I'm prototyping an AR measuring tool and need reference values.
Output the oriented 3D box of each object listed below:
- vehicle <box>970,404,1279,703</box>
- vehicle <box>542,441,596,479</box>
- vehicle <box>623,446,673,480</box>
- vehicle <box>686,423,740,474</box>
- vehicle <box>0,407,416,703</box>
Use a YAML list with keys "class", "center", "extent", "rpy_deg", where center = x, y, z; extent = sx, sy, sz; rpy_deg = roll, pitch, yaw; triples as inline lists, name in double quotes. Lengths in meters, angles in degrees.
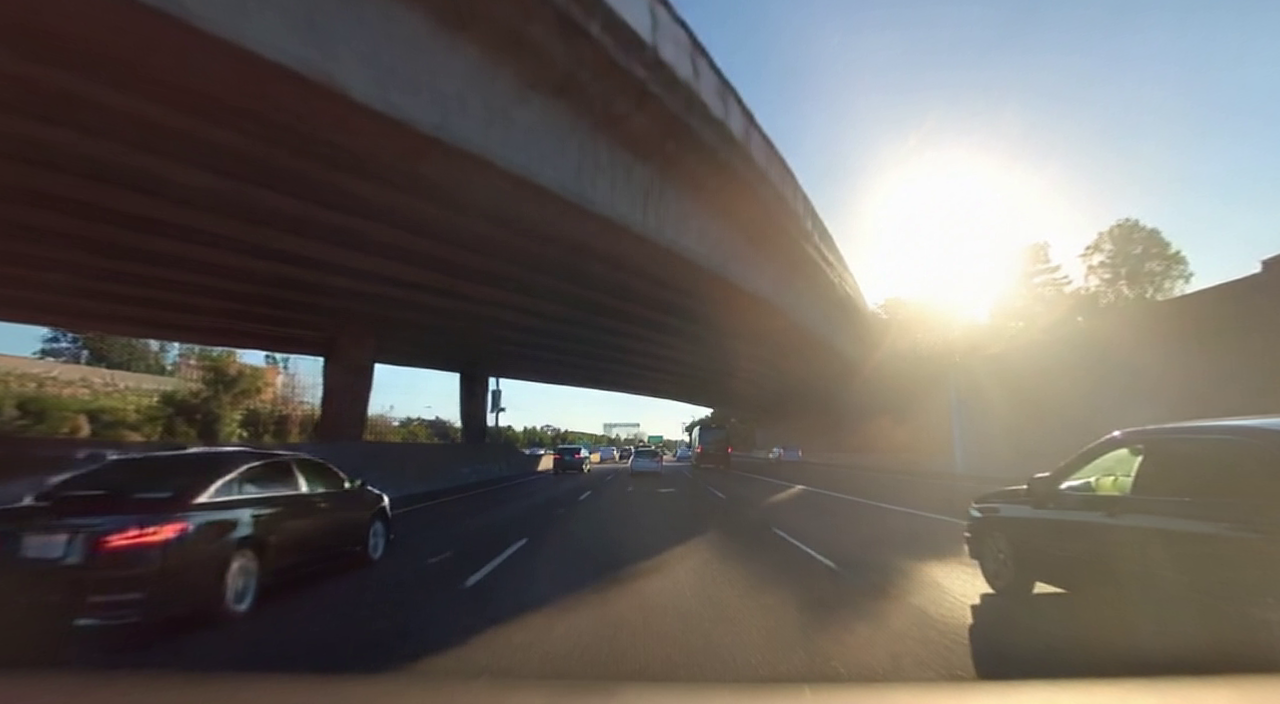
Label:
- class: "vehicle"
  center: [4.121, 1.113, 3.573]
  extent: [2.085, 1.558, 4.466]
  rpy_deg: [0, -8, 0]
- class: "vehicle"
  center: [-3.397, 5.269, 31.045]
  extent: [2.078, 1.706, 4.298]
  rpy_deg: [-1, -8, 2]
- class: "vehicle"
  center: [0.362, 5.162, 29.591]
  extent: [2.174, 1.467, 4.005]
  rpy_deg: [0, -8, 0]
- class: "vehicle"
  center: [4.246, 5.753, 37.866]
  extent: [2.436, 2.745, 6.607]
  rpy_deg: [0, -8, 0]
- class: "vehicle"
  center: [-3.690, 1.361, 5.231]
  extent: [2.137, 1.562, 3.926]
  rpy_deg: [0, -8, 1]
